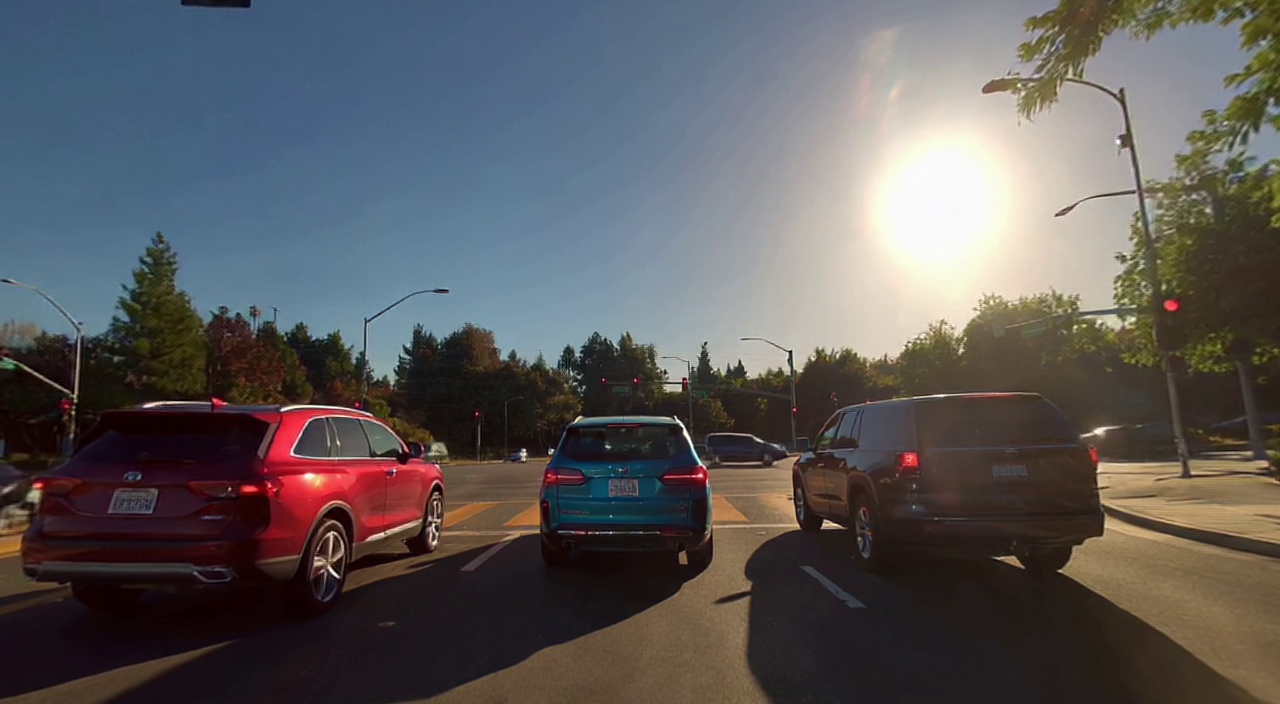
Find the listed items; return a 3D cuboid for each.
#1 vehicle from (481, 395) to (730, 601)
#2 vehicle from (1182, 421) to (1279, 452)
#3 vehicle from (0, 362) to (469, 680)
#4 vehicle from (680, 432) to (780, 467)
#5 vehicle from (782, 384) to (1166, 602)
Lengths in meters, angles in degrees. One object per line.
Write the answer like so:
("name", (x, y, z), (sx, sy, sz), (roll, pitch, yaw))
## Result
("vehicle", (-0.238, 1.512, 7.323), (2.067, 1.702, 3.987), (0, -8, 2))
("vehicle", (32.830, 4.658, 34.780), (4.175, 1.634, 1.877), (1, -8, -5))
("vehicle", (-3.277, 1.283, 5.888), (2.047, 1.810, 4.414), (0, -8, 1))
("vehicle", (4.767, 5.204, 33.697), (4.874, 1.770, 2.107), (-5, -10, 32))
("vehicle", (3.263, 1.489, 7.515), (2.083, 1.779, 4.532), (0, -8, 0))
